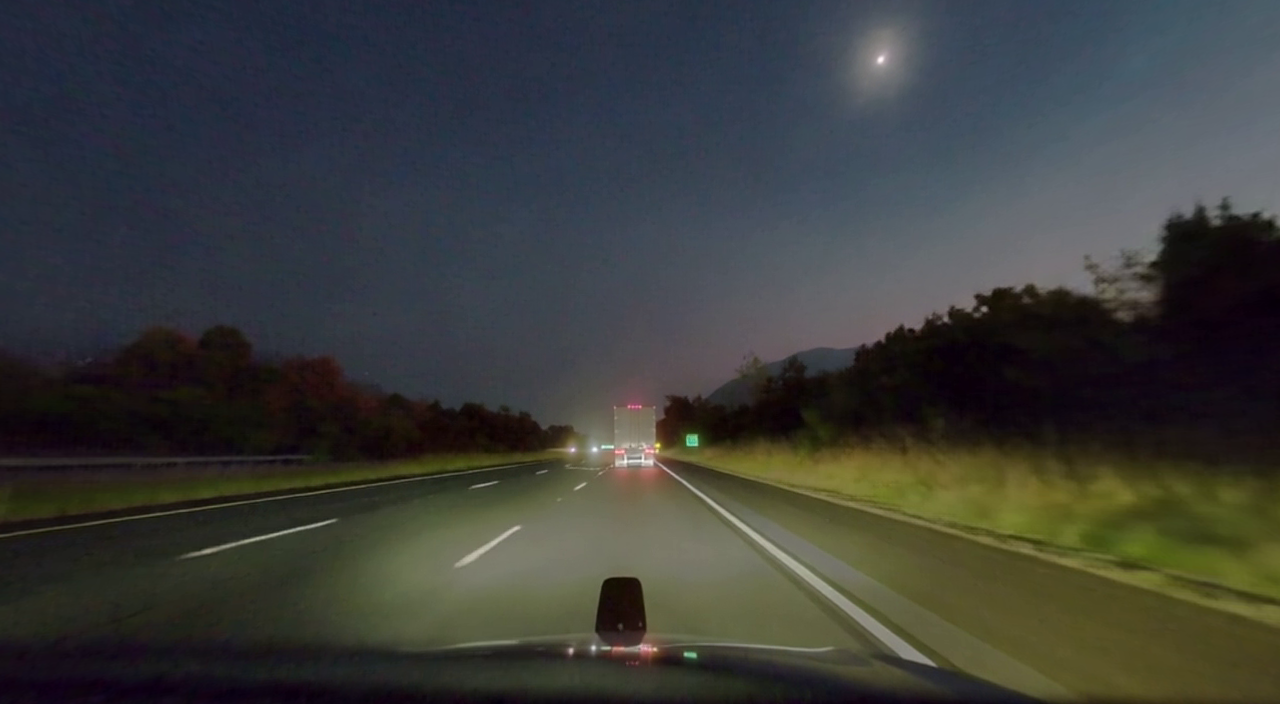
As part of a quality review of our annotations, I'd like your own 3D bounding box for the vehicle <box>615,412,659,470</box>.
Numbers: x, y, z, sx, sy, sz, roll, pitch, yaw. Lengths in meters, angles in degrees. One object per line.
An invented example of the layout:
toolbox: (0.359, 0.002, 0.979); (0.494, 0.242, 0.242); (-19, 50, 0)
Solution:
vehicle: (-0.312, 6.901, 48.540); (2.982, 3.947, 11.075); (0, -9, -1)
